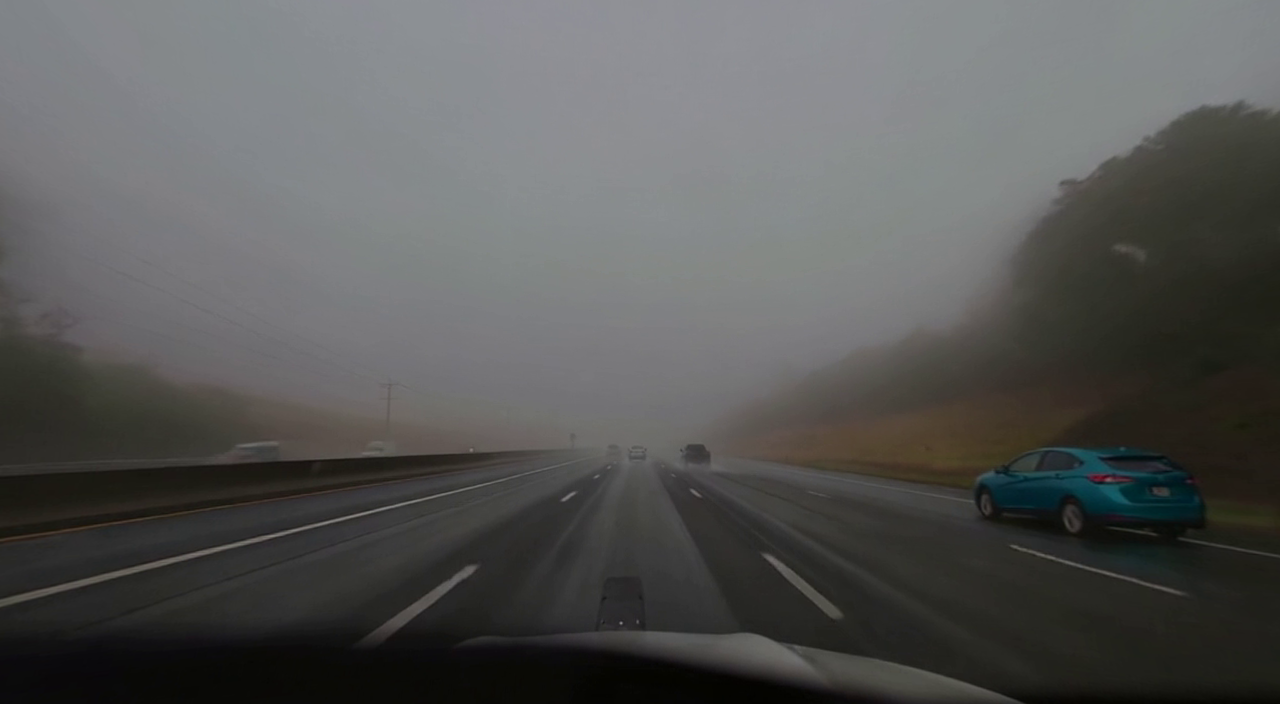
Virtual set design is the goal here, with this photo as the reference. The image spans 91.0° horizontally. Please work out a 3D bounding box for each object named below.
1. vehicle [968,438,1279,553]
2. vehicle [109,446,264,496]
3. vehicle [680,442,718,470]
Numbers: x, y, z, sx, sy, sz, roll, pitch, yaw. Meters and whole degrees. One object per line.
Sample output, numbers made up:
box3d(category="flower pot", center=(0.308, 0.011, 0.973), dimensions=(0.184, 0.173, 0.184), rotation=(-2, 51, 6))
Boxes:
box3d(category="vehicle", center=(8.086, 2.347, 11.160), dimensions=(1.970, 1.545, 4.818), rotation=(0, -8, 0))
box3d(category="vehicle", center=(-16.046, 4.191, 22.682), dimensions=(1.905, 1.556, 4.773), rotation=(0, -9, 2))
box3d(category="vehicle", center=(3.984, 7.099, 43.346), dimensions=(2.159, 1.782, 4.673), rotation=(1, -8, 0))
